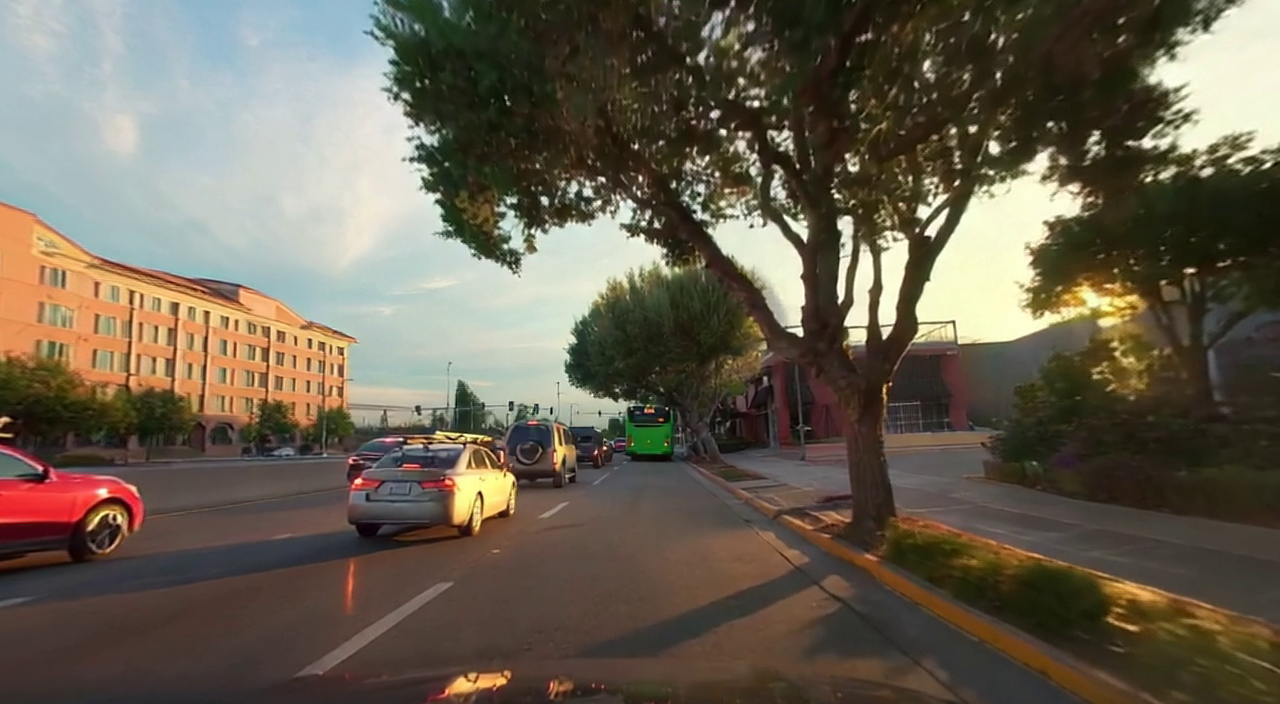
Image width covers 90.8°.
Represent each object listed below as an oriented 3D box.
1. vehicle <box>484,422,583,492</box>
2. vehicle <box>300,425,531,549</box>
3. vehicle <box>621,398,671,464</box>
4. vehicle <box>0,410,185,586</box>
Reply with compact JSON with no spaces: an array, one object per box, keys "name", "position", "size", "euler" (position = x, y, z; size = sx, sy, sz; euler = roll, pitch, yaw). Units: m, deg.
[{"name":"vehicle","position":[-3.166,3.274,19.986],"size":[2.095,1.892,5.043],"euler":[0,-9,2]},{"name":"vehicle","position":[-3.299,2.086,10.444],"size":[2.042,1.571,4.475],"euler":[0,-9,2]},{"name":"vehicle","position":[0.484,5.581,43.523],"size":[2.970,3.857,12.200],"euler":[0,-9,1]},{"name":"vehicle","position":[-7.341,1.441,6.270],"size":[2.252,1.686,4.447],"euler":[0,-9,1]}]
